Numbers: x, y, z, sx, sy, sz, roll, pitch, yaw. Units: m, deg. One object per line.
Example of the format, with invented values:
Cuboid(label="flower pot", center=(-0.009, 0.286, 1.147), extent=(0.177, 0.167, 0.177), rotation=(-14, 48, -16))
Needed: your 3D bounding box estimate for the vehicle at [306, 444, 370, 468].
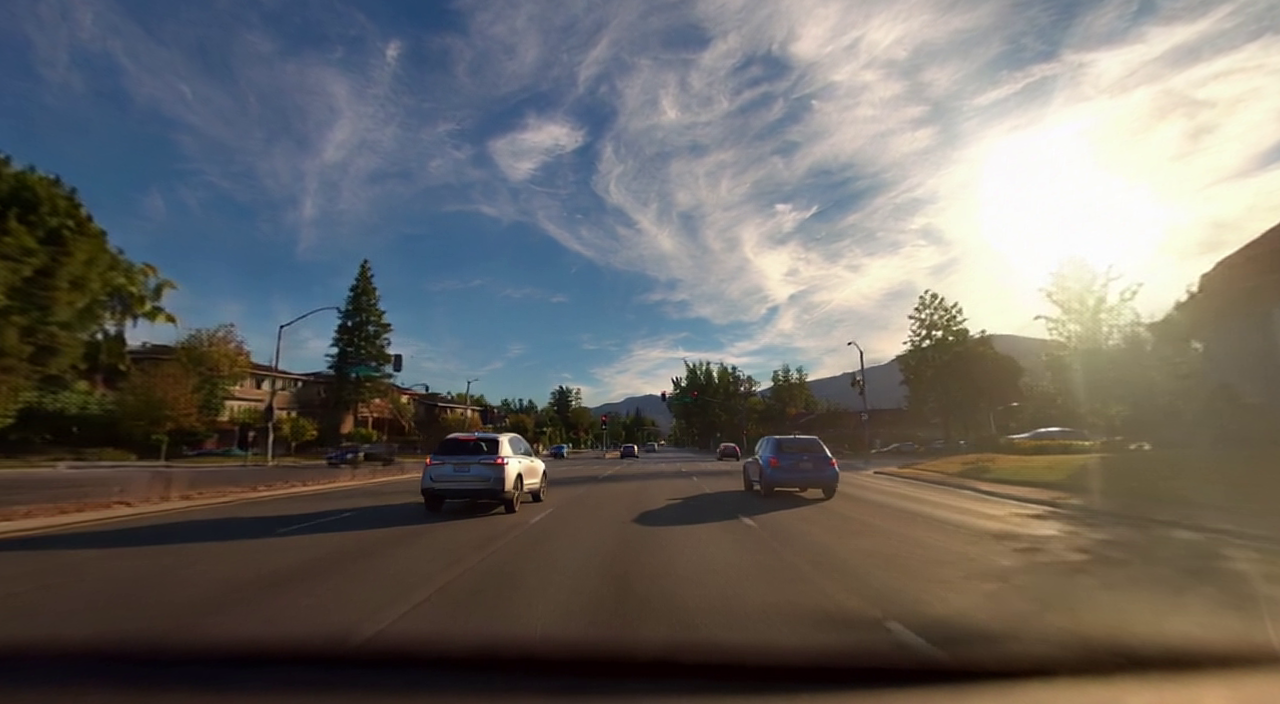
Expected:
Cuboid(label="vehicle", center=(-21.939, 7.540, 46.120), extent=(2.244, 1.670, 4.353), rotation=(-1, -8, 4))

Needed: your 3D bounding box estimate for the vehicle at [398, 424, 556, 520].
Cuboid(label="vehicle", center=(-3.211, 2.485, 13.610), extent=(2.045, 1.688, 4.632), rotation=(-1, -8, 2))

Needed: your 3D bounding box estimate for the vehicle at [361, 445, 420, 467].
Cuboid(label="vehicle", center=(-17.878, 7.487, 45.529), extent=(1.997, 1.471, 4.772), rotation=(-1, -8, 4))

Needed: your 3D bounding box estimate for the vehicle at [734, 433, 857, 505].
Cuboid(label="vehicle", center=(3.982, 3.063, 17.055), extent=(2.132, 1.659, 4.387), rotation=(0, -8, -1))

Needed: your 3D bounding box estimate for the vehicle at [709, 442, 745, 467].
Cuboid(label="vehicle", center=(6.136, 7.232, 44.924), extent=(2.169, 1.669, 4.037), rotation=(-1, -8, 3))
